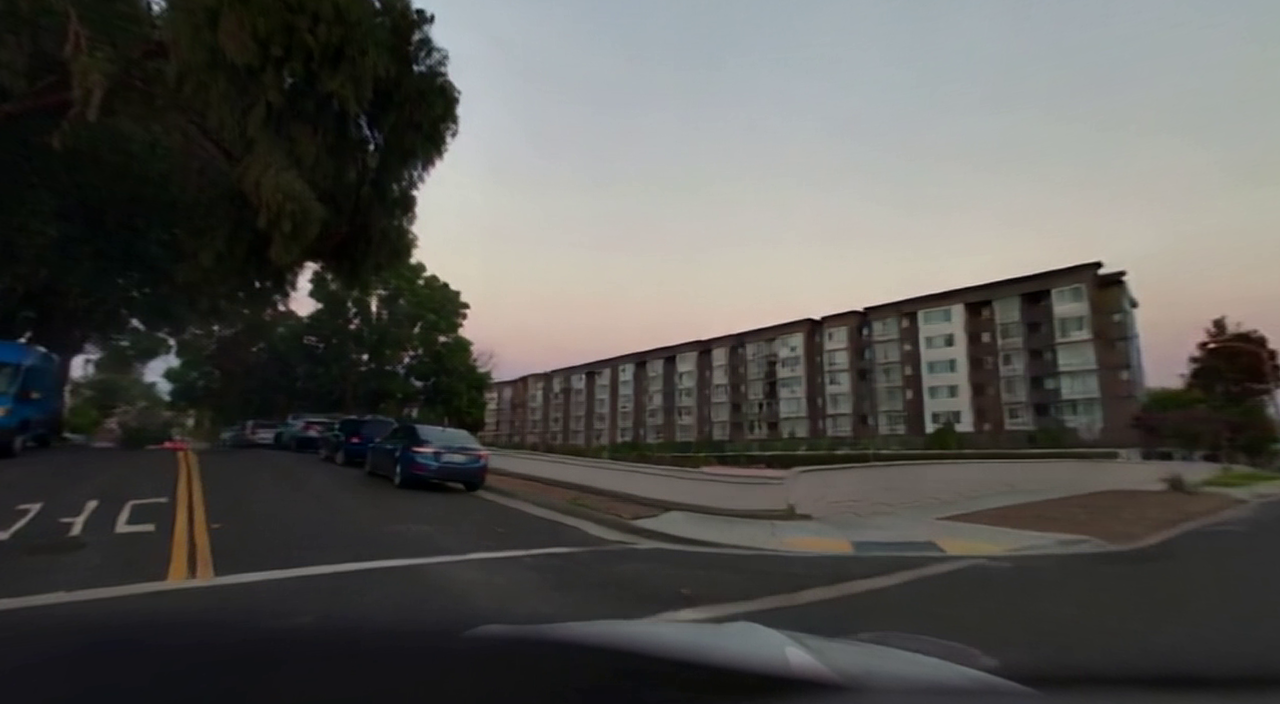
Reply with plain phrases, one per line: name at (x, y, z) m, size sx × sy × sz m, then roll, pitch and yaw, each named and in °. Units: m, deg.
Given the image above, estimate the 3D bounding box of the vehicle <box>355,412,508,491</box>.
vehicle at (-4.717, 2.170, 13.883) m, size 1.827 × 1.436 × 4.322 m, roll 7°, pitch -11°, yaw -36°

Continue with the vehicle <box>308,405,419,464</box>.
vehicle at (-8.109, 2.432, 18.317) m, size 1.776 × 1.478 × 4.393 m, roll 7°, pitch -11°, yaw -38°

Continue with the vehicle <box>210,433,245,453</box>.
vehicle at (-31.550, 6.945, 48.311) m, size 1.778 × 1.451 × 4.047 m, roll 7°, pitch -11°, yaw -37°

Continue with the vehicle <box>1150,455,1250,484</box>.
vehicle at (33.741, 7.051, 38.151) m, size 1.702 × 1.580 × 4.115 m, roll 7°, pitch -11°, yaw -37°

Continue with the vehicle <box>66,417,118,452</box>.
vehicle at (-34.313, 5.151, 39.667) m, size 2.090 × 1.674 × 4.457 m, roll 10°, pitch -7°, yaw -38°
